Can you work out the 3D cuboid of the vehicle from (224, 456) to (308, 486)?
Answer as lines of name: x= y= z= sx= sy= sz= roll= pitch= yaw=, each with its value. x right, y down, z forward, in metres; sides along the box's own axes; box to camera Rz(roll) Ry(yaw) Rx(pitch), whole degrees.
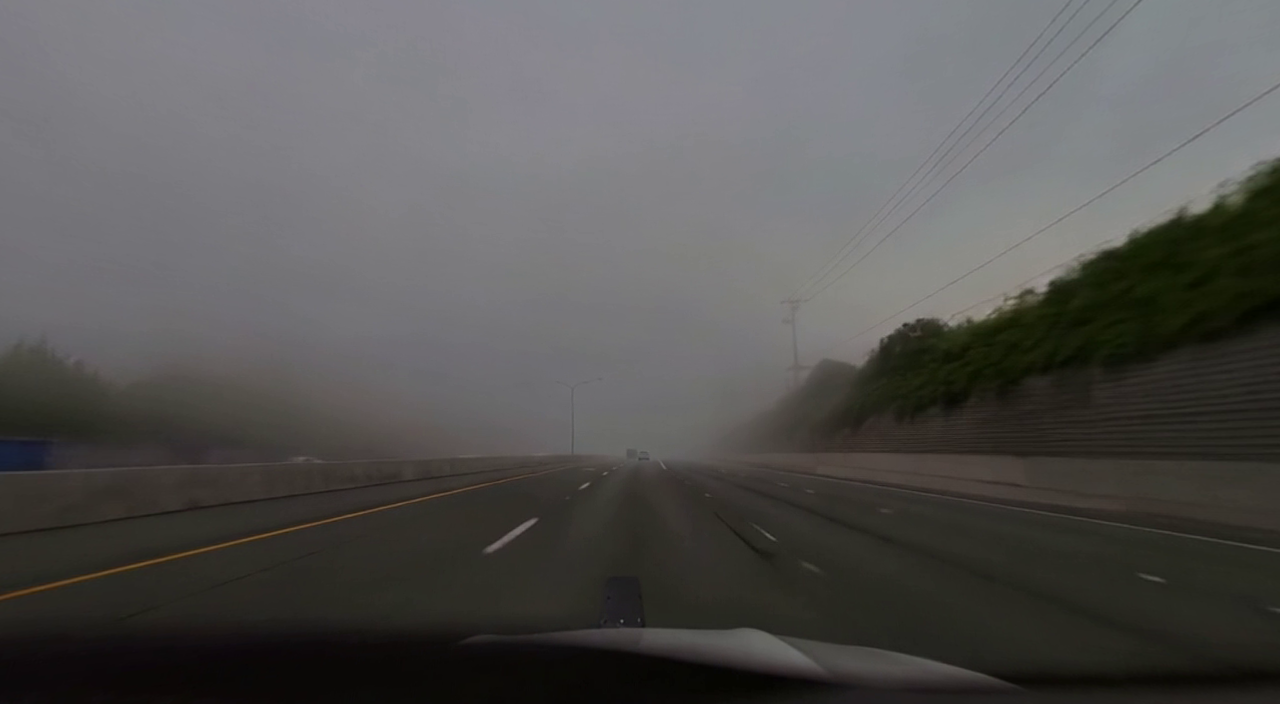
vehicle: x=-20.359 y=6.463 z=34.559 sx=1.831 sy=1.473 sz=4.526 roll=0 pitch=-9 yaw=-1
